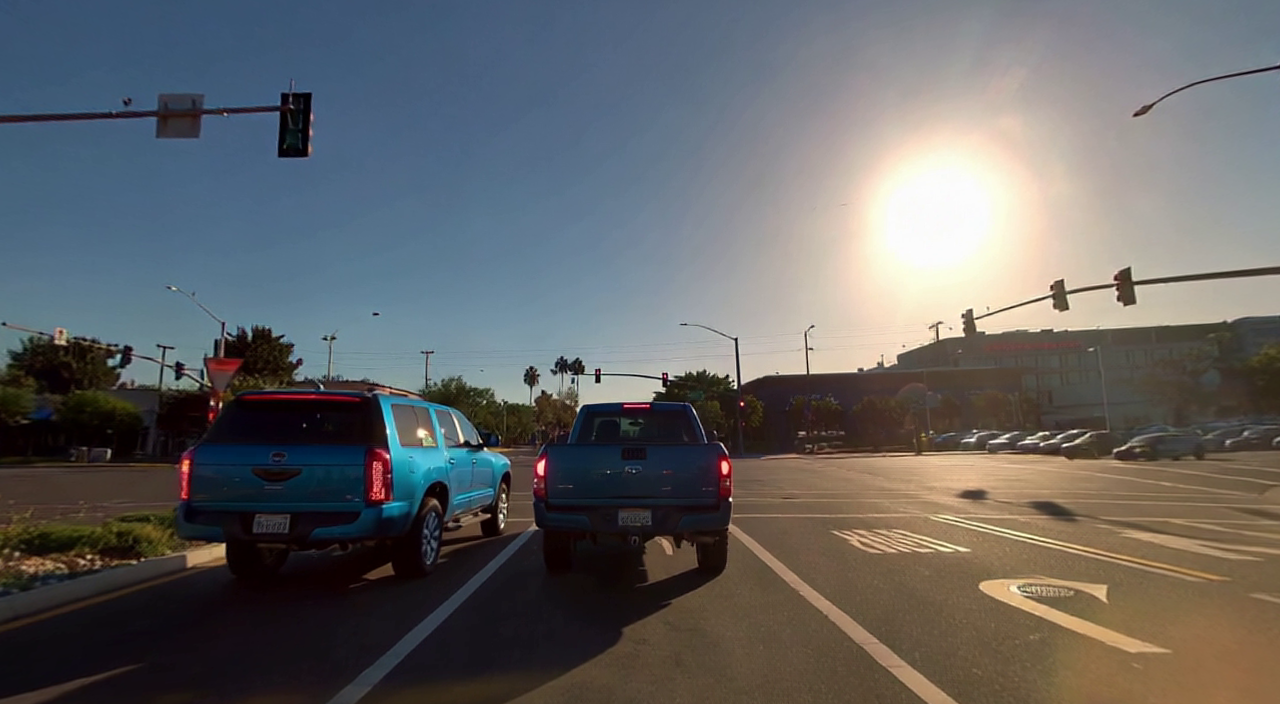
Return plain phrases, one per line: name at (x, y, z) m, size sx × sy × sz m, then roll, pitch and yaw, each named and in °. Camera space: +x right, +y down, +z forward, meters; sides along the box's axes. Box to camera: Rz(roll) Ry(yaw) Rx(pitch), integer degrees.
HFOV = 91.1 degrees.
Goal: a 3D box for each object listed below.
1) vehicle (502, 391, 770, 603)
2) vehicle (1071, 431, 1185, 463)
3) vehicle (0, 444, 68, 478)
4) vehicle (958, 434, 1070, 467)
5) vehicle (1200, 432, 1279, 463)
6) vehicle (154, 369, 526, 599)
vehicle at (-0.058, 1.533, 7.590) m, size 2.204 × 1.738 × 4.690 m, roll 0°, pitch -8°, yaw -1°
vehicle at (27.943, 5.455, 36.032) m, size 4.849 × 1.759 × 2.041 m, roll 0°, pitch -8°, yaw -2°
vehicle at (-32.166, 5.477, 31.689) m, size 4.406 × 1.682 × 2.040 m, roll 0°, pitch -8°, yaw -2°
vehicle at (19.315, 5.105, 32.580) m, size 4.624 × 1.601 × 1.871 m, roll 0°, pitch -8°, yaw -3°
vehicle at (35.909, 5.551, 36.488) m, size 4.714 × 1.754 × 2.041 m, roll 0°, pitch -8°, yaw -2°
vehicle at (-2.967, 1.457, 7.788) m, size 2.220 × 1.926 × 4.870 m, roll 0°, pitch -8°, yaw -1°
